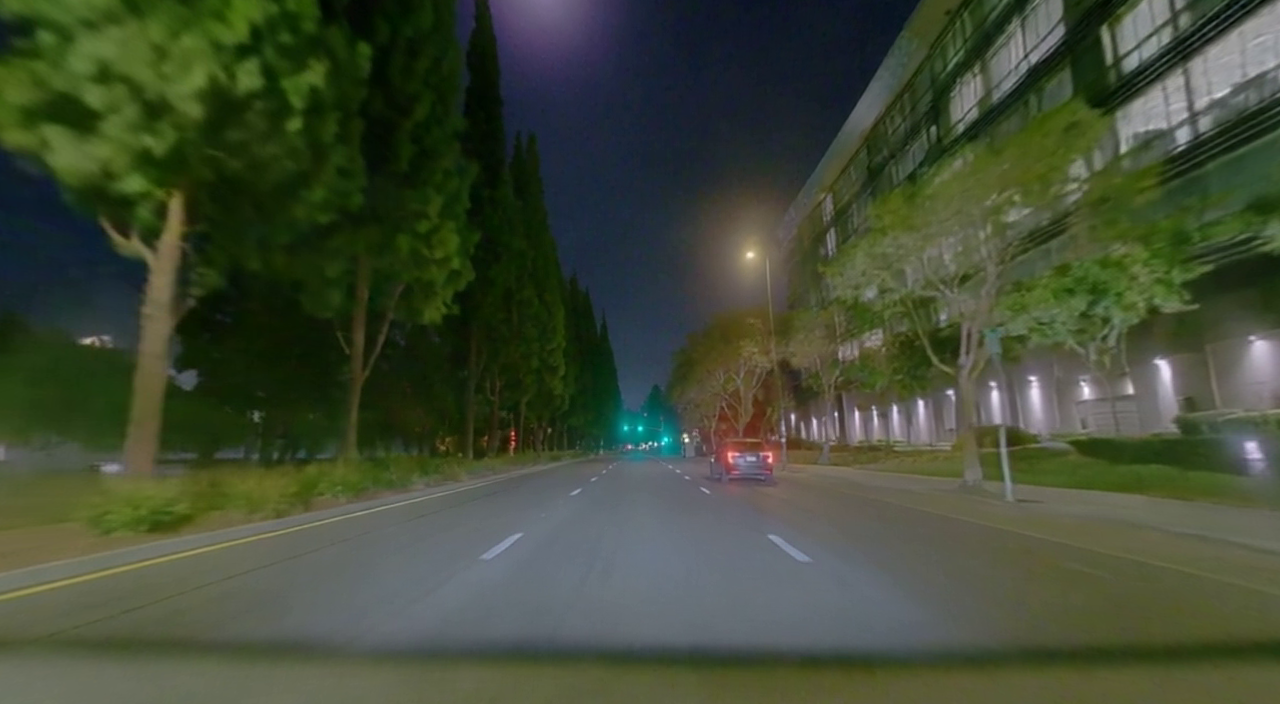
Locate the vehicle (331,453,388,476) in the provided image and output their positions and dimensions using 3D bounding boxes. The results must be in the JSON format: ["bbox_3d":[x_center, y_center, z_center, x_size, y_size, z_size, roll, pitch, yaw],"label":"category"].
[{"bbox_3d":[-19.843,7.940,44.934,1.880,1.455,4.654,0,-8,1],"label":"vehicle"}]

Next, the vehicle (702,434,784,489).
[{"bbox_3d":[3.541,3.844,22.574,2.083,1.743,4.354,0,-8,-1],"label":"vehicle"}]
